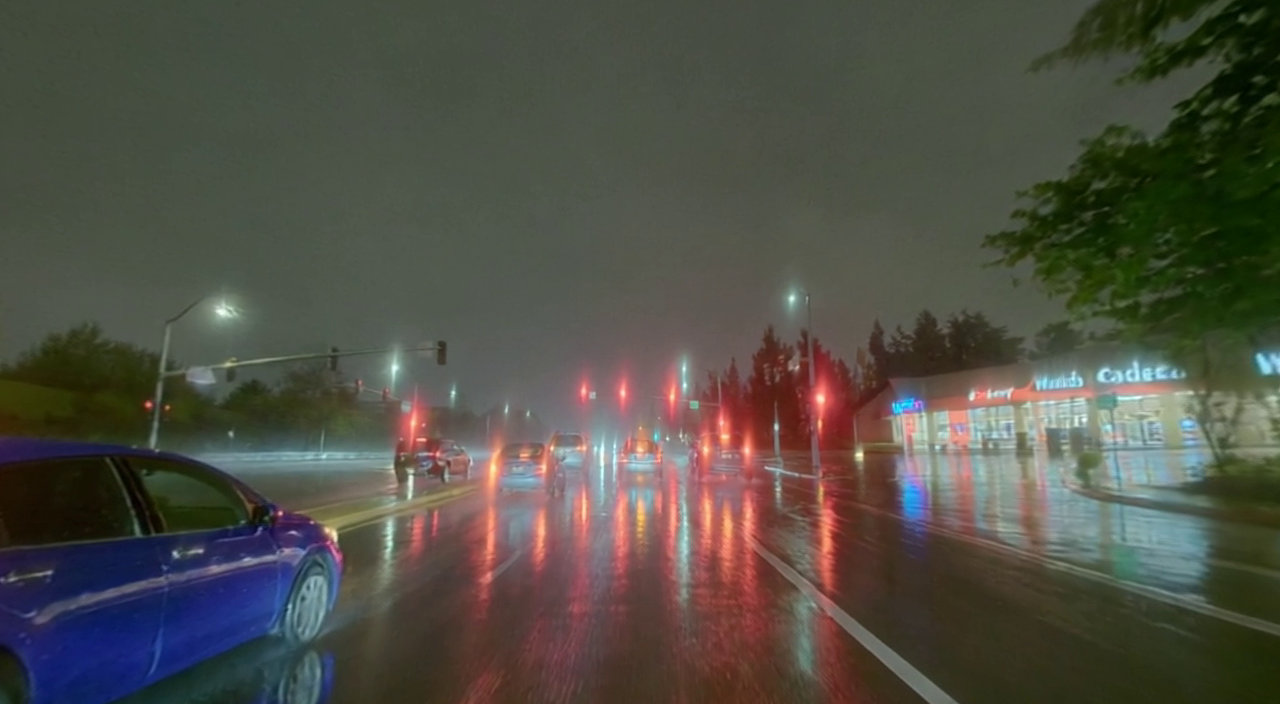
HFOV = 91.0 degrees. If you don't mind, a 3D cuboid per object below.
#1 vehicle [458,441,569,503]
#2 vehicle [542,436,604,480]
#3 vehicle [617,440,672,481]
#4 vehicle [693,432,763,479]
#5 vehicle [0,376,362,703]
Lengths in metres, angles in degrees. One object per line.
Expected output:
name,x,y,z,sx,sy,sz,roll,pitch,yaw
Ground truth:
vehicle,-3.291,3.226,17.339,2.014,1.472,4.357,0,-9,2
vehicle,-2.745,4.493,26.866,2.072,1.694,4.070,0,-9,2
vehicle,0.196,4.329,25.340,2.032,1.499,3.994,0,-9,1
vehicle,3.417,4.152,25.356,2.076,1.691,4.402,0,-9,-2
vehicle,-3.120,0.836,1.904,2.249,1.517,4.951,0,-9,1
